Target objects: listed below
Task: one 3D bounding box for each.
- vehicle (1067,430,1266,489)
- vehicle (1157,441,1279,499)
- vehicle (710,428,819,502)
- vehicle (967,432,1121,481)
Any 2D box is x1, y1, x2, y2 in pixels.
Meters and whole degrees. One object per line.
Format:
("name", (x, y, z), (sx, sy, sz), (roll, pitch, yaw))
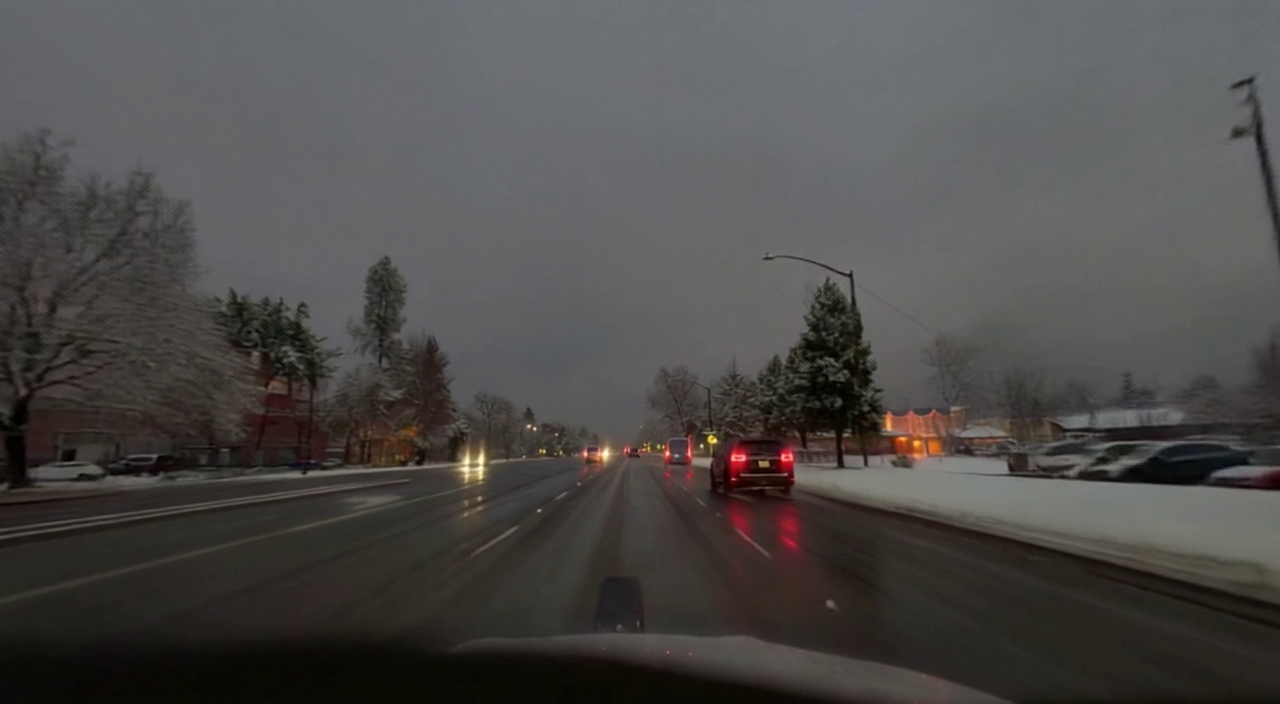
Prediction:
("vehicle", (16.145, 3.292, 19.508), (4.575, 1.681, 2.066), (1, -9, -9))
("vehicle", (16.732, 3.114, 16.931), (4.203, 1.424, 2.077), (2, -9, -11))
("vehicle", (3.313, 3.116, 17.756), (2.060, 1.816, 4.343), (0, -9, -1))
("vehicle", (15.827, 4.121, 24.934), (4.682, 1.635, 2.053), (-2, -9, -6))
